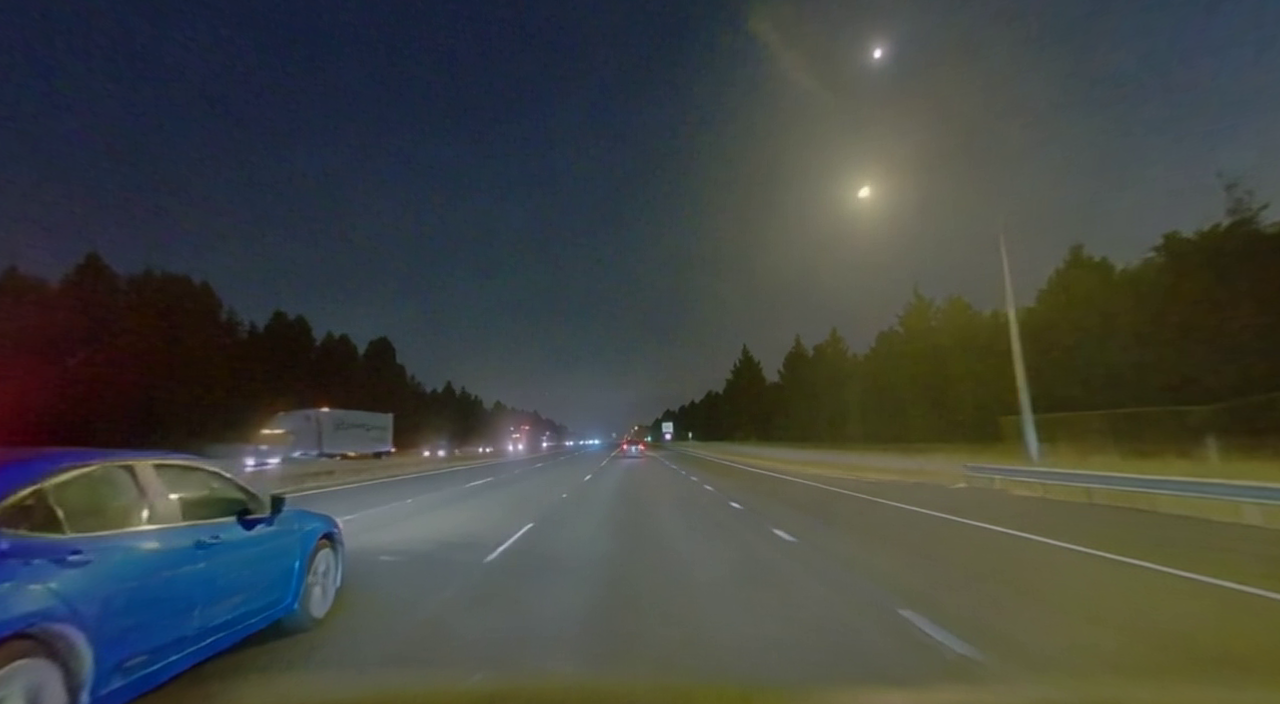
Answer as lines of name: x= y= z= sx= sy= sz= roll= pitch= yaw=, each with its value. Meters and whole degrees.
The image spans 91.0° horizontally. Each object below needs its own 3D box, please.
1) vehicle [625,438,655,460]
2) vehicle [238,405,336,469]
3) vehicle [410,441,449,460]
vehicle: x=-0.034 y=6.780 z=43.937 sx=2.028 sy=1.440 sz=3.690 roll=0 pitch=-8 yaw=-1
vehicle: x=-22.956 y=5.575 z=41.371 sx=2.915 sy=3.852 sz=5.920 roll=0 pitch=-8 yaw=0
vehicle: x=-16.515 y=7.745 z=49.628 sx=1.759 sy=1.446 sz=3.742 roll=-1 pitch=-8 yaw=0
